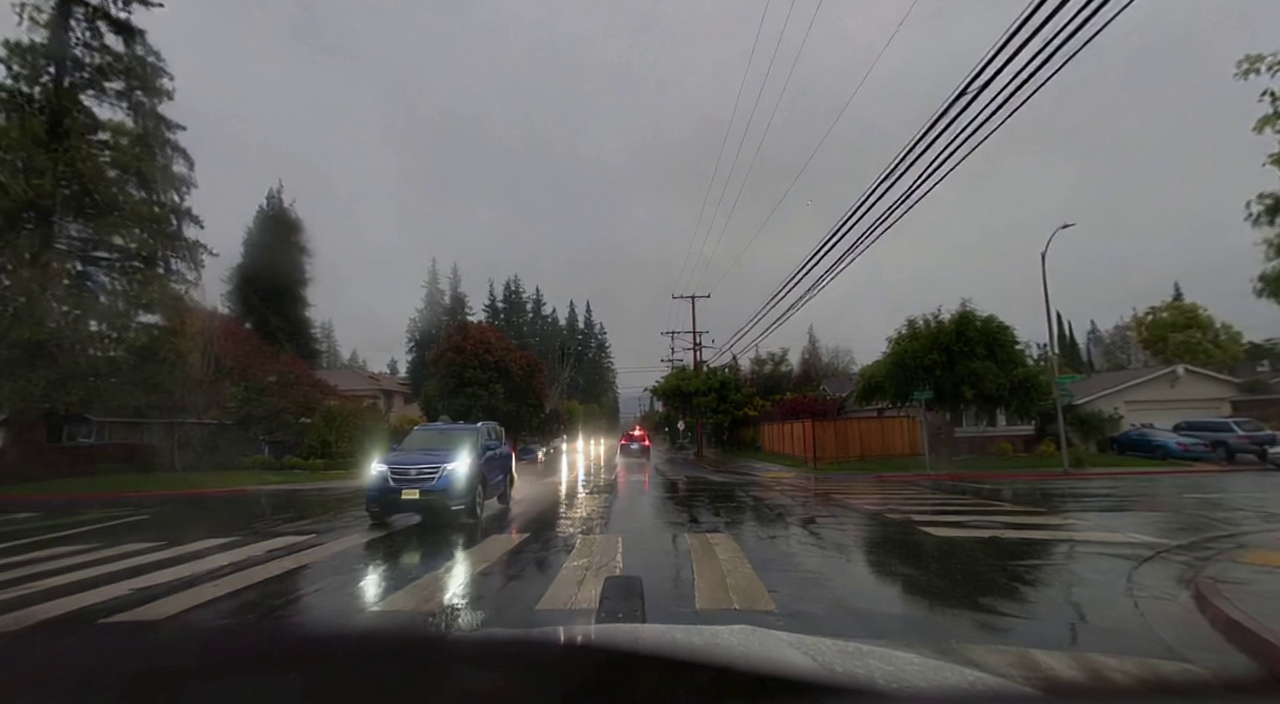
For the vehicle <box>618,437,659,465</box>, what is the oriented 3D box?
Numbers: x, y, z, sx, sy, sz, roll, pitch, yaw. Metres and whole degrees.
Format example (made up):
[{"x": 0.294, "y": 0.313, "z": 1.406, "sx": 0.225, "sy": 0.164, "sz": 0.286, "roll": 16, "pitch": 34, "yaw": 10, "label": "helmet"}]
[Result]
[{"x": -0.128, "y": 5.619, "z": 35.999, "sx": 2.209, "sy": 1.501, "sz": 4.208, "roll": 0, "pitch": -9, "yaw": -1, "label": "vehicle"}]

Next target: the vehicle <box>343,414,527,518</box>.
[{"x": -3.923, "y": 2.298, "z": 13.179, "sx": 2.330, "sy": 1.768, "sz": 4.553, "roll": 0, "pitch": -9, "yaw": 0, "label": "vehicle"}]

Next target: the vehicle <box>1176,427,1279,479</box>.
[{"x": 19.088, "y": 2.940, "z": 18.434, "sx": 2.053, "sy": 1.472, "sz": 4.915, "roll": 2, "pitch": -9, "yaw": -11, "label": "vehicle"}]

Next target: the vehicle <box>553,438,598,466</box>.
[{"x": -3.609, "y": 5.706, "z": 36.094, "sx": 2.102, "sy": 1.463, "sz": 4.024, "roll": 0, "pitch": -9, "yaw": 1, "label": "vehicle"}]

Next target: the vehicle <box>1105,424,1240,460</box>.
[{"x": 23.418, "y": 4.014, "z": 28.087, "sx": 1.841, "sy": 1.448, "sz": 4.688, "roll": 0, "pitch": -9, "yaw": -1, "label": "vehicle"}]
